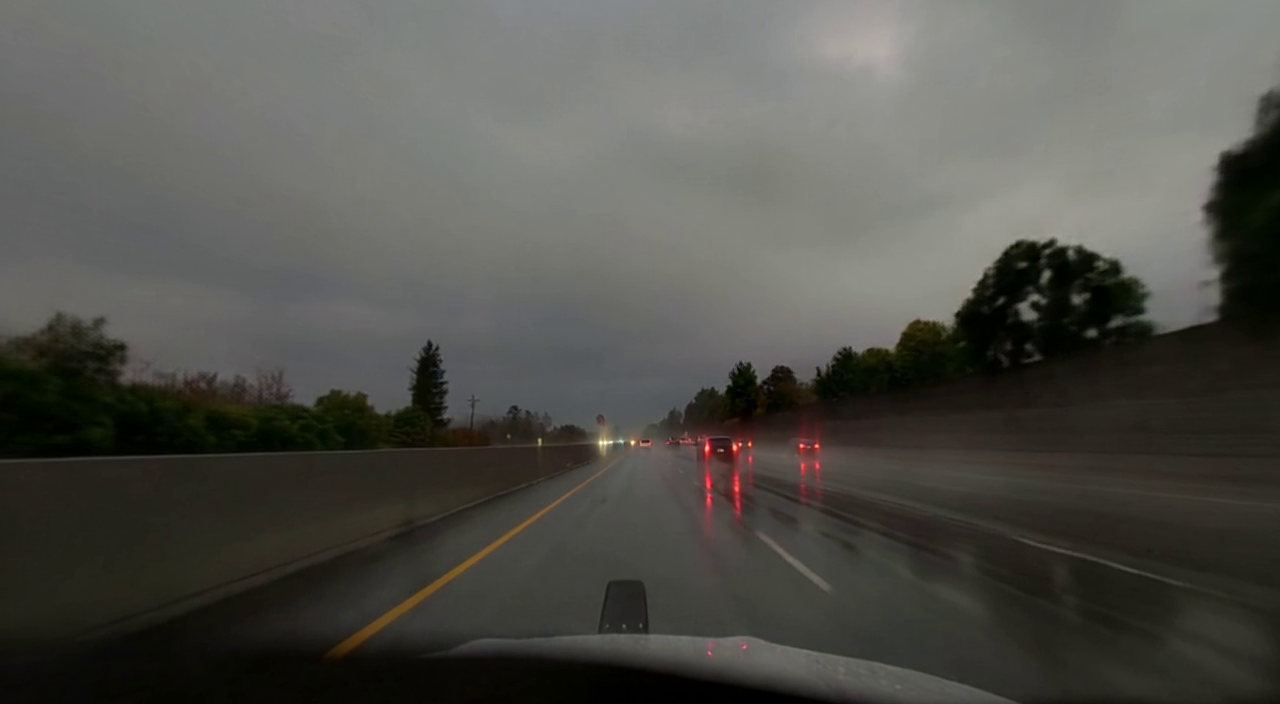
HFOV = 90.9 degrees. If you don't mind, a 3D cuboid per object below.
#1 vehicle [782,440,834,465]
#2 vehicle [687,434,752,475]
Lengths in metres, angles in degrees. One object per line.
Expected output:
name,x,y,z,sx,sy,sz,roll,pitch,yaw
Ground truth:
vehicle,10.365,6.217,39.211,1.970,1.479,4.480,0,-8,-1
vehicle,3.436,4.541,28.111,2.326,1.644,4.206,0,-8,-1
